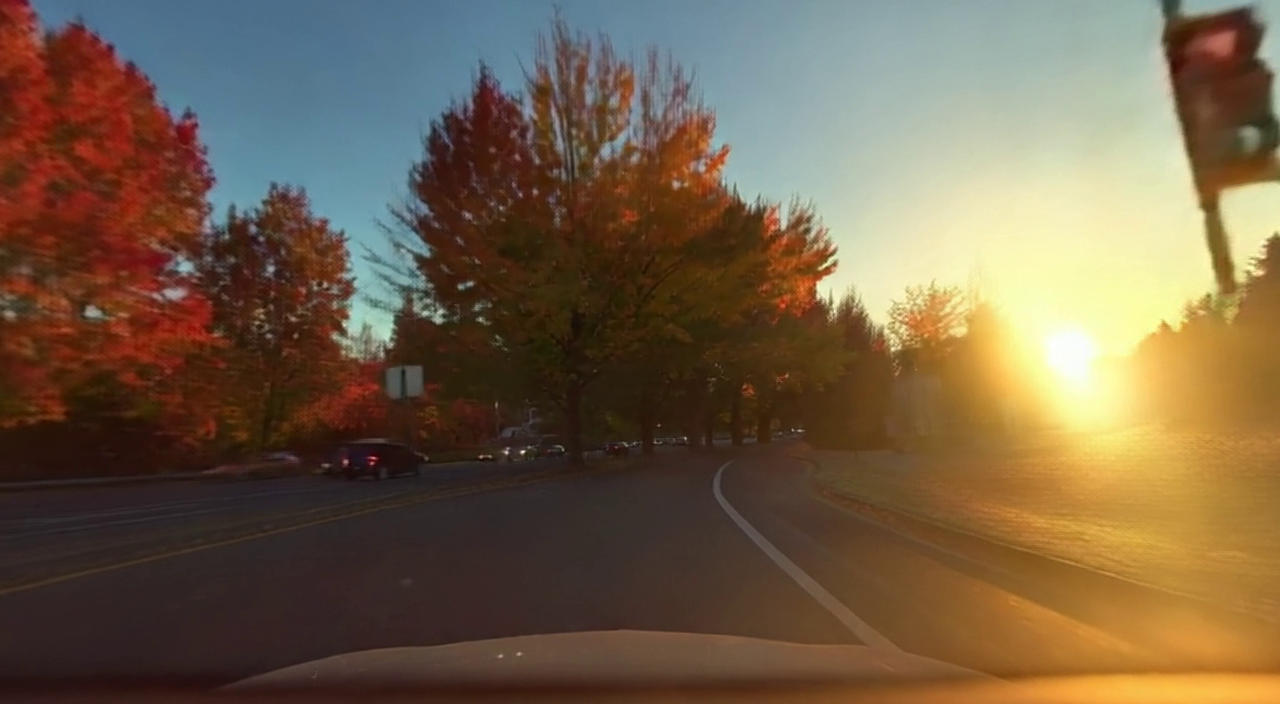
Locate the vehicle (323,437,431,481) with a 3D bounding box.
[{"bbox_3d":[-13.375,5.461,32.441,2.368,2.012,5.021,-2,-9,17],"label":"vehicle"}]
